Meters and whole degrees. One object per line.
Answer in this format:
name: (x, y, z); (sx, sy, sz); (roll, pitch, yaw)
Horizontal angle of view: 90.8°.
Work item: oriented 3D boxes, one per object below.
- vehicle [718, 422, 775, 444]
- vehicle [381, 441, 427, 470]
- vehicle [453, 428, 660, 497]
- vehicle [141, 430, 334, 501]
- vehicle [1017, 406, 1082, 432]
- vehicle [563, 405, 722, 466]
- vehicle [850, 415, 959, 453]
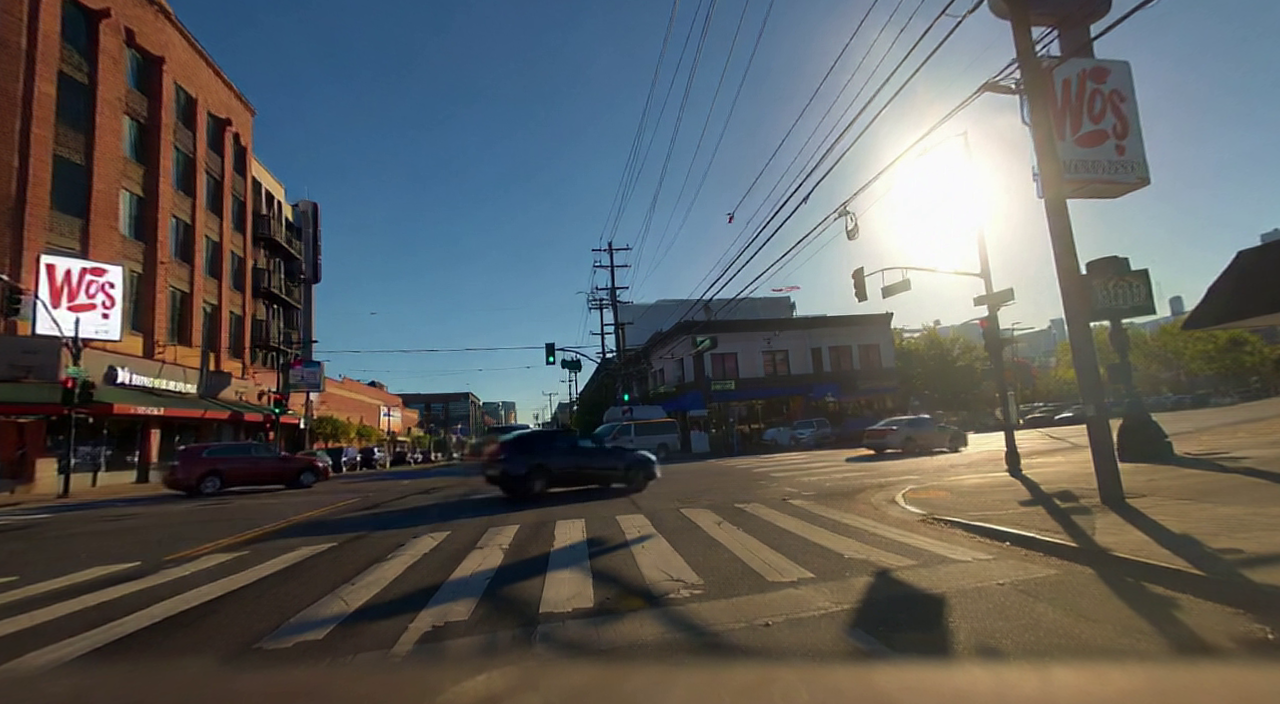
vehicle: (7.603, 5.867, 45.416); (1.866, 1.430, 3.901); (5, -10, -31)
vehicle: (-13.902, 6.009, 37.111); (2.093, 1.446, 4.054); (2, -7, -26)
vehicle: (-2.023, 2.695, 15.735); (4.707, 1.487, 1.907); (4, -10, -29)
vehicle: (-11.376, 3.155, 18.016); (4.292, 1.761, 2.105); (7, -11, -40)
vehicle: (31.000, 5.121, 47.794); (4.474, 1.788, 2.039); (4, -9, -27)
vehicle: (0.201, 3.090, 23.185); (5.588, 1.985, 2.374); (7, -11, -39)
vehicle: (11.113, 3.458, 26.456); (4.433, 1.453, 1.804); (5, -10, -30)
